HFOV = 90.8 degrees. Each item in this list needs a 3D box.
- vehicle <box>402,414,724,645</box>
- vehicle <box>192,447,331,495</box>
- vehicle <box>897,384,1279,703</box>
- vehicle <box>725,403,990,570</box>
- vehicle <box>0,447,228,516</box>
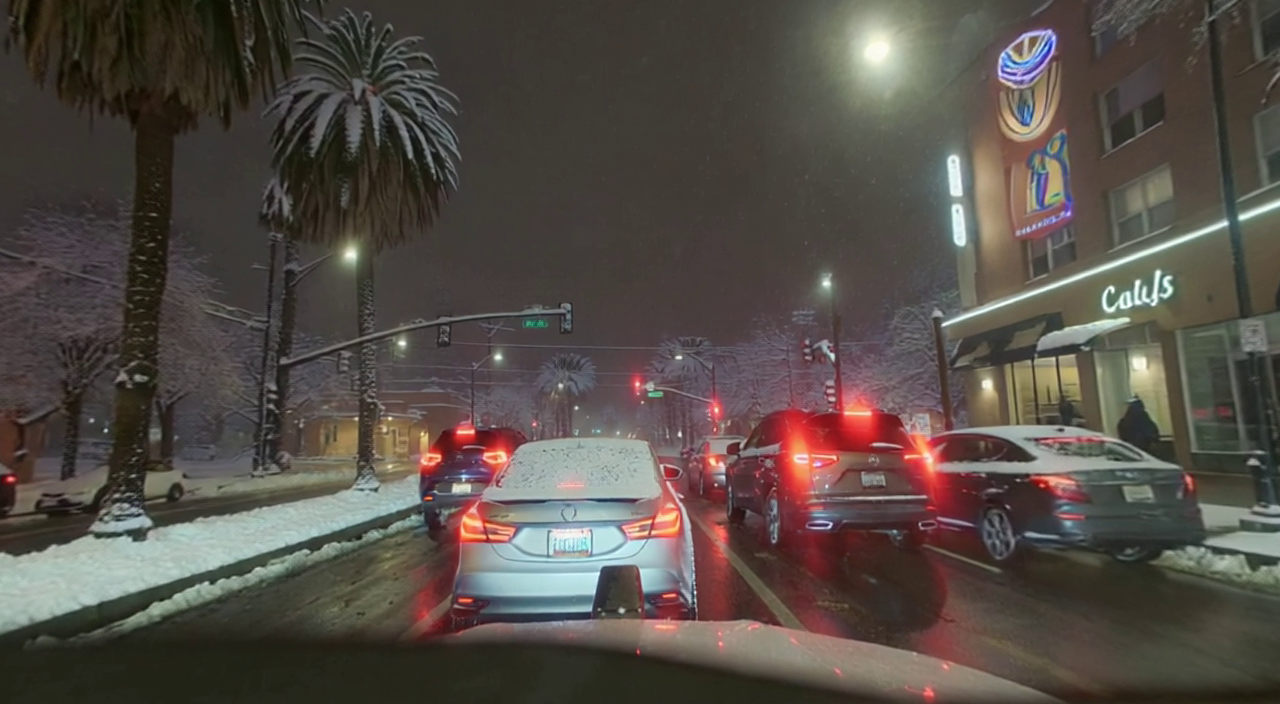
[{"bbox_3d":[-0.514,1.468,6.230,2.096,1.492,4.071,0,-9,0],"label":"vehicle"},{"bbox_3d":[-12.855,4.023,21.875,1.856,1.455,4.700,0,-9,1],"label":"vehicle"},{"bbox_3d":[2.612,0.809,1.485,2.085,1.469,4.458,0,-9,-1],"label":"vehicle"},{"bbox_3d":[2.643,1.772,9.059,2.096,1.775,4.440,0,-9,-2],"label":"vehicle"},{"bbox_3d":[-12.847,3.134,15.931,1.870,1.475,4.531,0,-9,0],"label":"vehicle"}]
